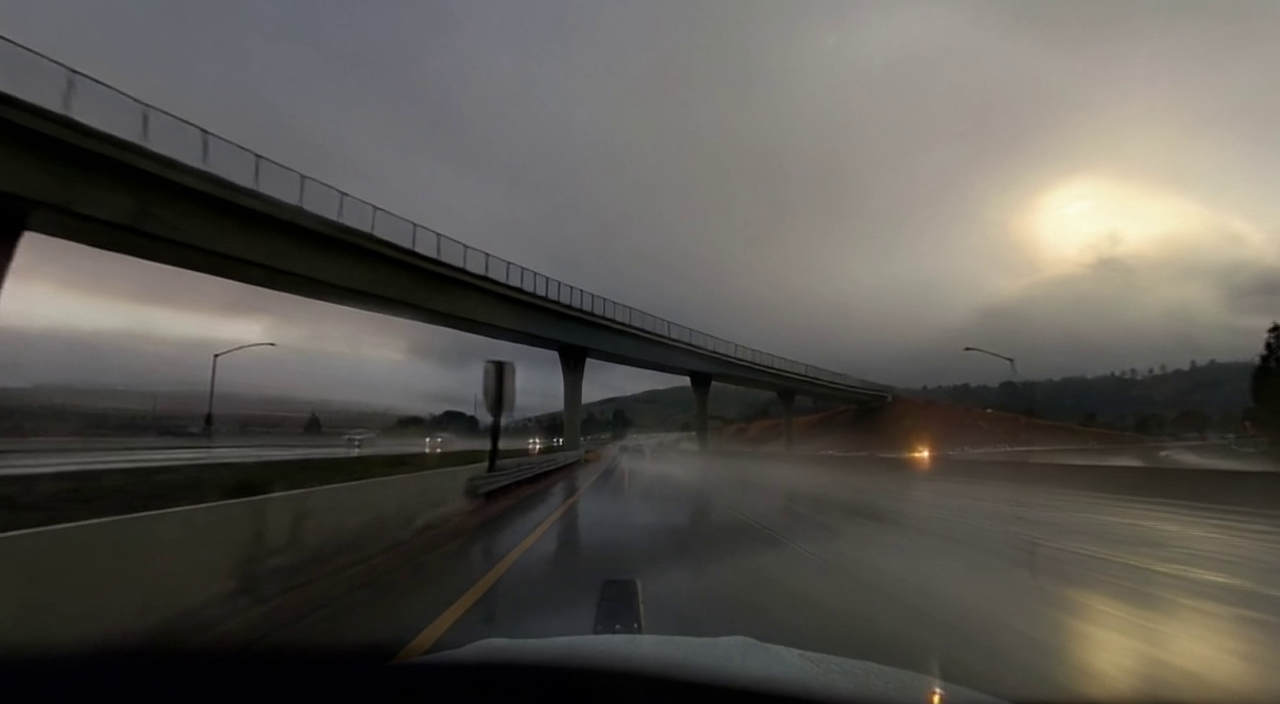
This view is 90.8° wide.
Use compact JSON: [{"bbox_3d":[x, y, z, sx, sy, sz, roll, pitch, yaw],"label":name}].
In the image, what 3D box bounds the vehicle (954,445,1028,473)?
[{"bbox_3d":[20.727,6.288,37.520,1.885,1.510,4.372,0,-8,0],"label":"vehicle"}]
